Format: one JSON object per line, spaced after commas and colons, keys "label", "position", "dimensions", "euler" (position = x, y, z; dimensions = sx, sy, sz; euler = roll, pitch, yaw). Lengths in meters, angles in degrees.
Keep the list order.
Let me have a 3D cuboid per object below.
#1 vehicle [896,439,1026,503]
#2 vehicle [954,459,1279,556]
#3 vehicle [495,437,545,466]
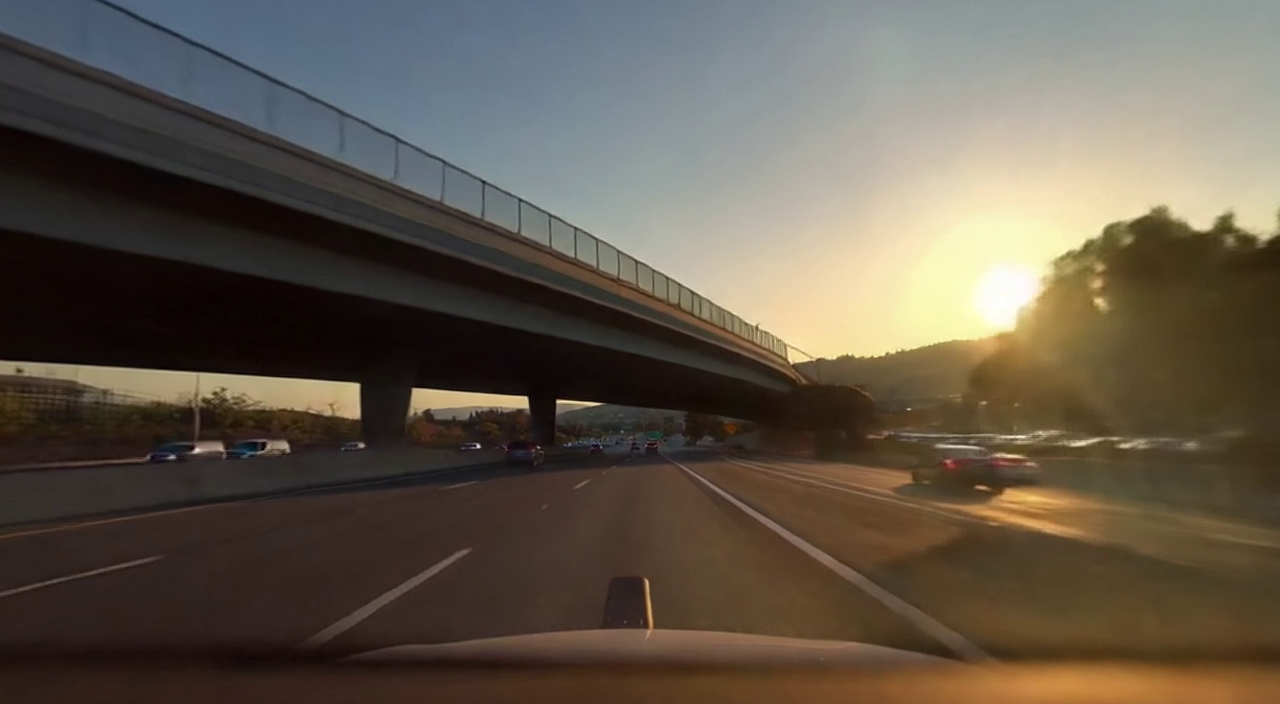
{"label": "vehicle", "position": [18.236, 6.726, 36.587], "dimensions": [3.007, 3.318, 7.486], "euler": [1, -8, -5]}
{"label": "vehicle", "position": [19.259, 5.933, 26.513], "dimensions": [3.122, 2.437, 15.553], "euler": [1, -8, -5]}
{"label": "vehicle", "position": [-7.153, 5.982, 38.111], "dimensions": [2.088, 1.678, 4.426], "euler": [0, -8, 1]}
